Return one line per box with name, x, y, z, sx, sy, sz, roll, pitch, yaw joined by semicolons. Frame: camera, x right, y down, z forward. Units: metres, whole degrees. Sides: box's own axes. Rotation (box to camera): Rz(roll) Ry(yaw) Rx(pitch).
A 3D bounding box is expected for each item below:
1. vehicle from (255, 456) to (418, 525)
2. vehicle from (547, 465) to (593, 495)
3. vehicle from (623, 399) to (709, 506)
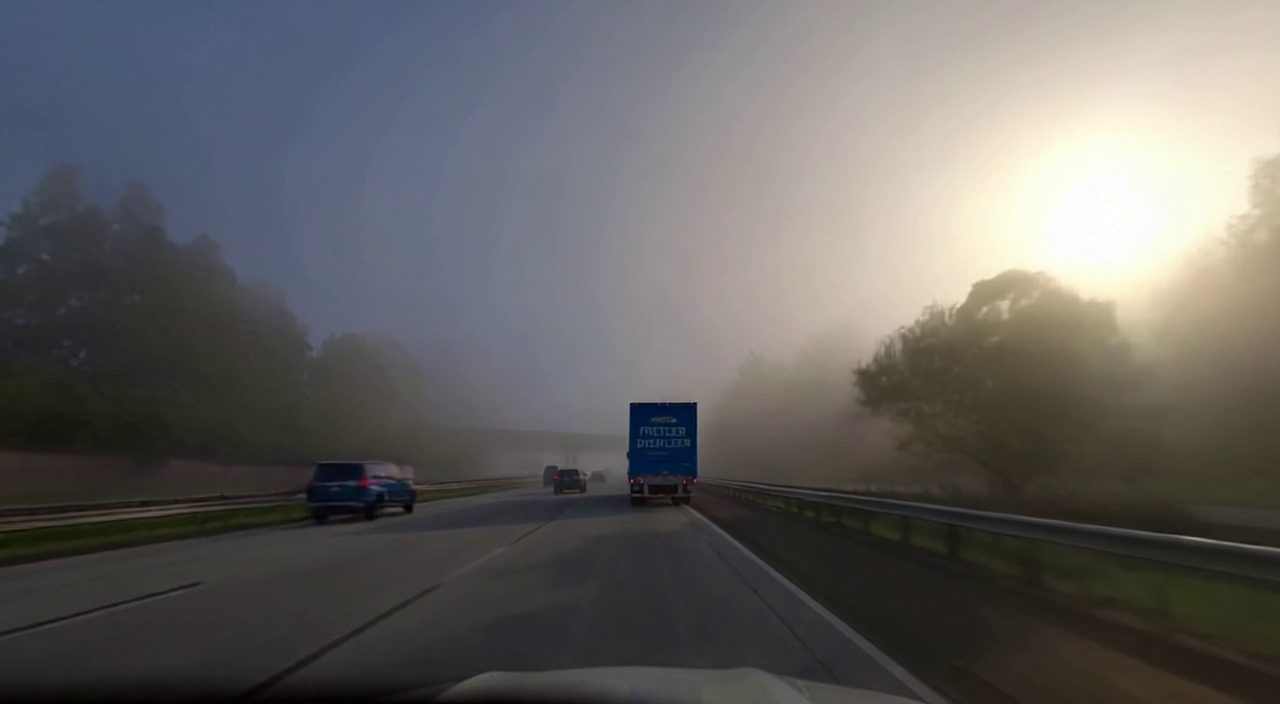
vehicle;-7.814;3.628;16.868;1.955;1.539;4.650;1;-10;1
vehicle;-3.842;7.123;35.296;1.978;1.516;4.617;1;-10;1
vehicle;0.840;4.520;27.798;2.980;3.834;9.423;1;-10;-2
